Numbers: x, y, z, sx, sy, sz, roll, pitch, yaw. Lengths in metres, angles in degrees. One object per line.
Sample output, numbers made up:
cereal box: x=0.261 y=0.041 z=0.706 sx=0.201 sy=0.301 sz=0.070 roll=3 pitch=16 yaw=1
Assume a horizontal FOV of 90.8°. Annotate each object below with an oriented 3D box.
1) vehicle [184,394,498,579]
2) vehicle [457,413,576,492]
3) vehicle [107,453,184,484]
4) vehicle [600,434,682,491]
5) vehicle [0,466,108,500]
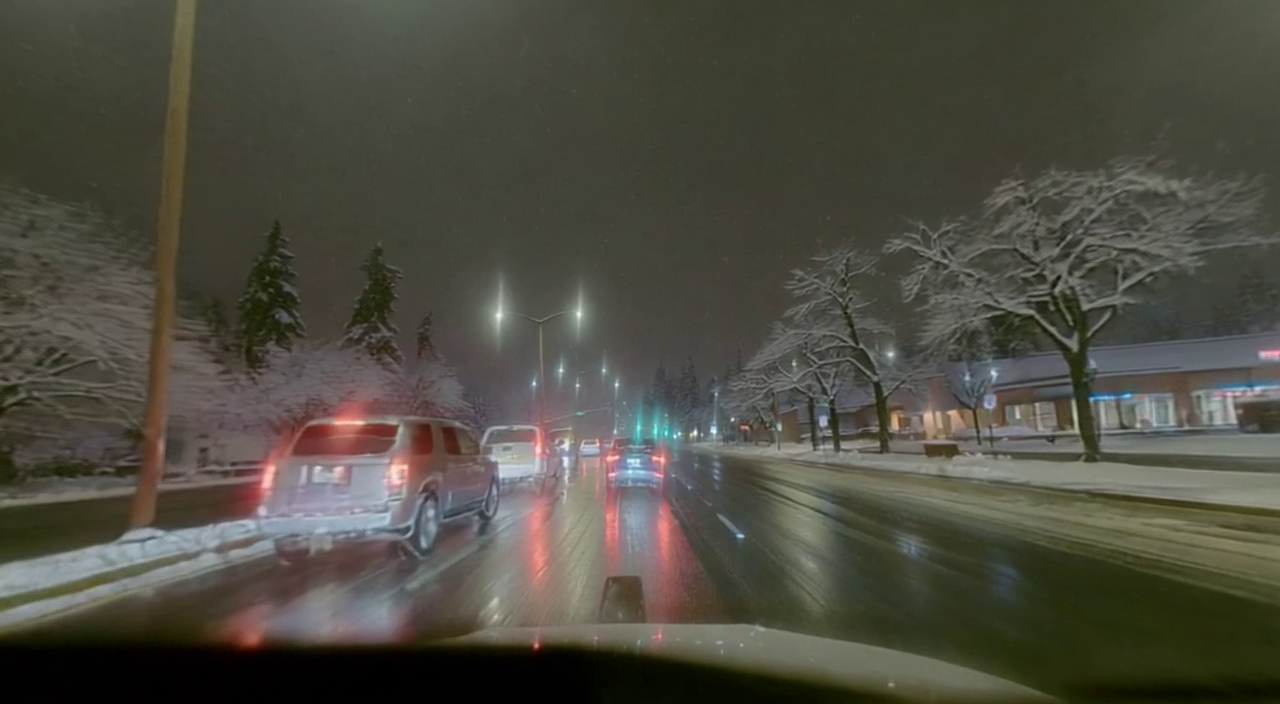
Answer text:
vehicle: x=-3.338 y=1.595 z=8.225 sx=2.046 sy=1.751 sz=4.208 roll=0 pitch=-8 yaw=-1
vehicle: x=-3.389 y=2.950 z=18.748 sx=2.301 sy=1.985 sz=5.531 roll=0 pitch=-8 yaw=1
vehicle: x=-33.997 y=7.994 z=43.617 sx=2.146 sy=1.907 sz=4.954 roll=2 pitch=-9 yaw=-12
vehicle: x=-0.019 y=3.168 z=18.448 sx=2.126 sy=1.475 sz=3.967 roll=0 pitch=-8 yaw=-1
vehicle: x=-27.610 y=6.013 z=29.093 sx=4.300 sy=1.427 sz=1.877 roll=1 pitch=-9 yaw=-8
